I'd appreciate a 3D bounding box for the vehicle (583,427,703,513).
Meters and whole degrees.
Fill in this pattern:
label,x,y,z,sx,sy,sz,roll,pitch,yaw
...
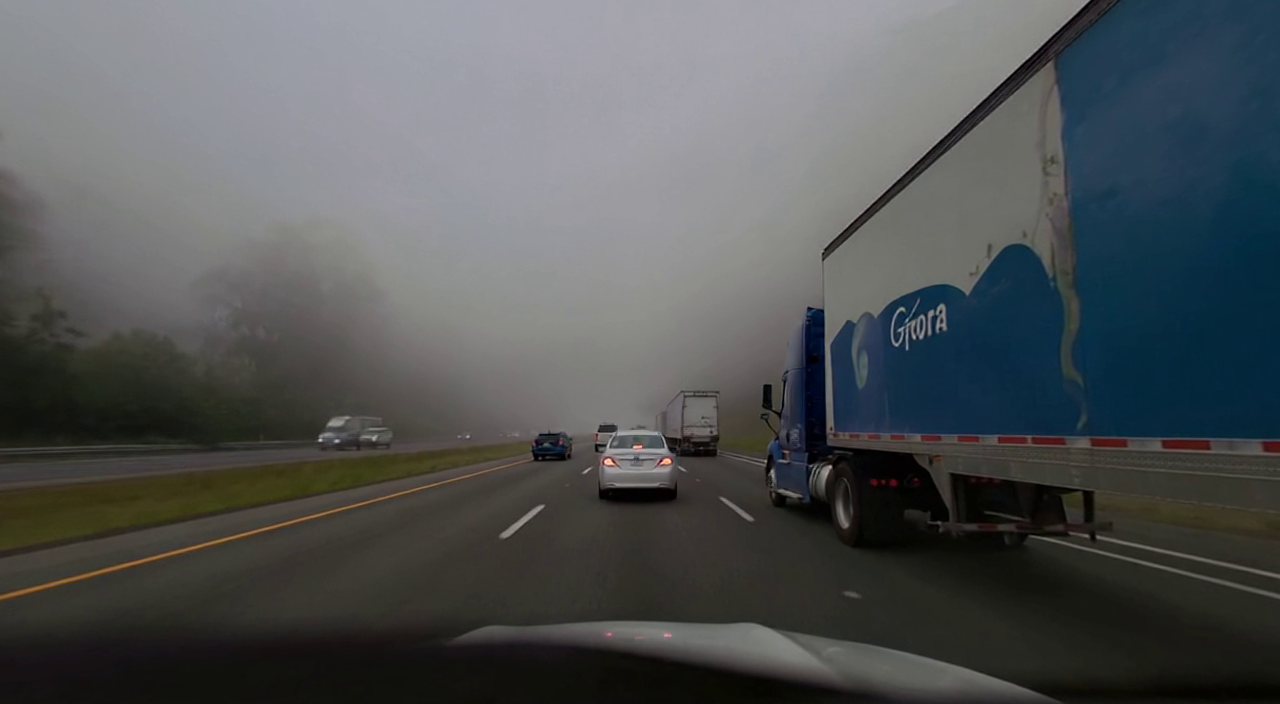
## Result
label,x,y,z,sx,sy,sz,roll,pitch,yaw
vehicle,0.007,2.228,12.468,2.021,1.435,3.611,0,-8,-2

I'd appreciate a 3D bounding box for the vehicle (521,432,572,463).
label,x,y,z,sx,sy,sz,roll,pitch,yaw
vehicle,-4.743,4.895,32.561,1.983,1.434,4.451,0,-8,0

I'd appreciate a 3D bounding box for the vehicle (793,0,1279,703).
label,x,y,z,sx,sy,sz,roll,pitch,yaw
vehicle,4.112,-0.162,3.729,2.816,4.070,14.136,0,-8,0

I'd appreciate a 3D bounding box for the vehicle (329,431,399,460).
label,x,y,z,sx,sy,sz,roll,pitch,yaw
vehicle,-15.617,5.278,35.904,1.835,1.541,4.415,0,-7,2

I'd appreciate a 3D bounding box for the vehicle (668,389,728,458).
label,x,y,z,sx,sy,sz,roll,pitch,yaw
vehicle,3.704,5.118,44.065,2.869,4.067,13.731,0,-8,0
